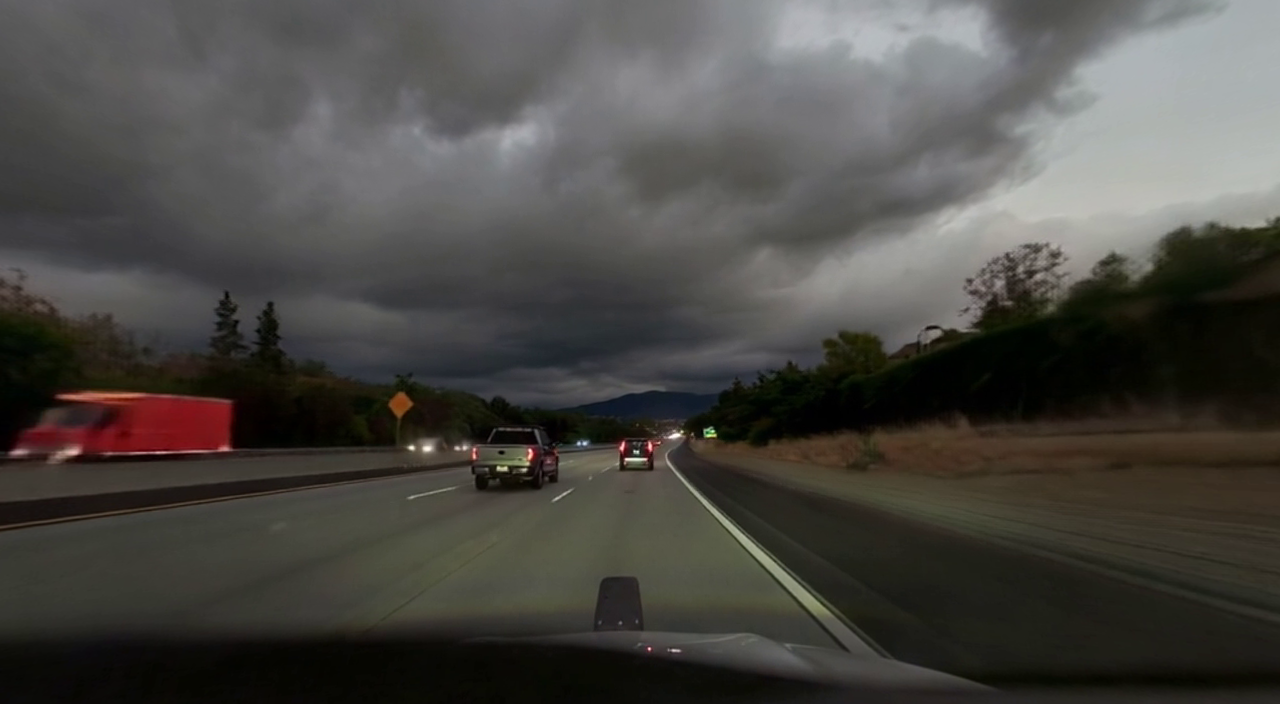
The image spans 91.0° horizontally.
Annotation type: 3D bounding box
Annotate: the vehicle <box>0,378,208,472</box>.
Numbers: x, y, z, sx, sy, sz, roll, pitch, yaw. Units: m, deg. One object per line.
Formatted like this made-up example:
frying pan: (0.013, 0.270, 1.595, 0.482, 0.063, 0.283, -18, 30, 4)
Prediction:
vehicle: (-25.299, 3.597, 30.005, 2.934, 3.838, 8.591, 0, -9, 2)

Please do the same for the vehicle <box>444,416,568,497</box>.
vehicle: (-3.524, 2.897, 17.756, 2.250, 1.947, 4.860, 0, -9, 2)

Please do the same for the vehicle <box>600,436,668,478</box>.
vehicle: (-0.181, 4.606, 27.942, 2.715, 1.669, 5.163, 0, -8, 1)
